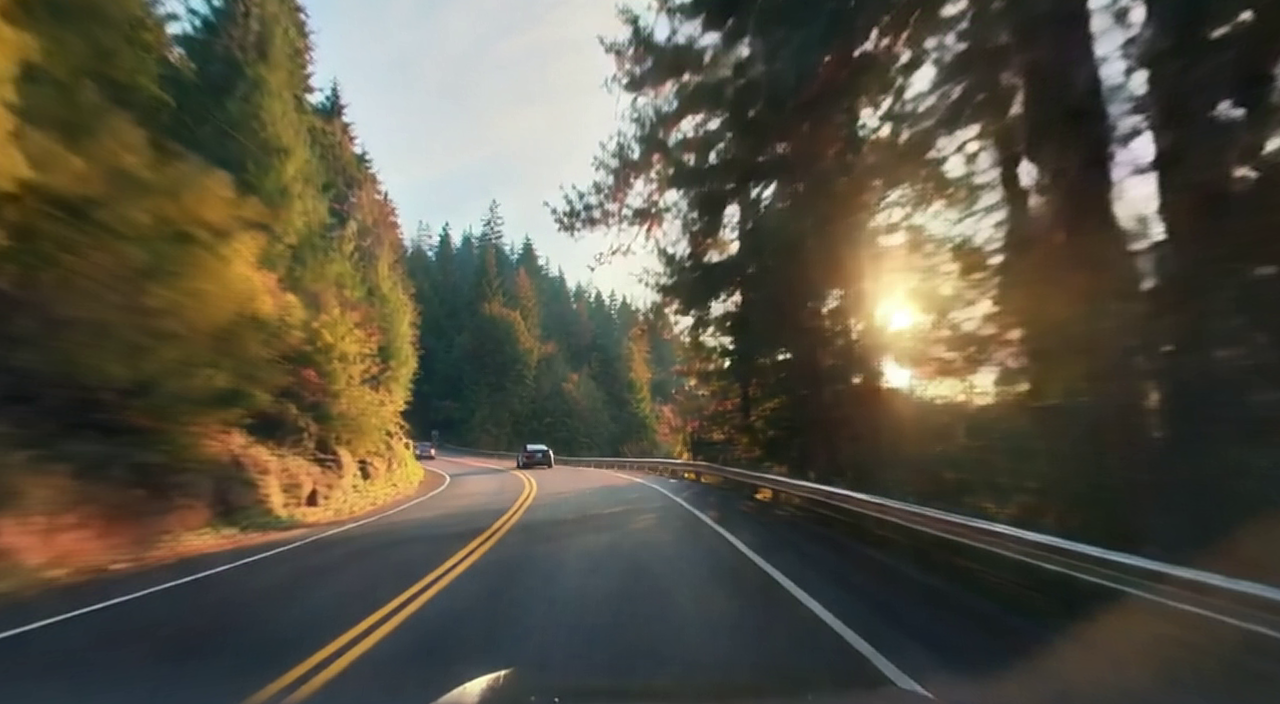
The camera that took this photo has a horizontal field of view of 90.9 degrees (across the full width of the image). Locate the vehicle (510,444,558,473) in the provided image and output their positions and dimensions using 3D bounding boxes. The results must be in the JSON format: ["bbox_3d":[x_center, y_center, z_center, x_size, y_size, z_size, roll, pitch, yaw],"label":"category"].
[{"bbox_3d":[-6.176,6.104,36.404,2.120,1.491,4.349,3,-9,-17],"label":"vehicle"}]
